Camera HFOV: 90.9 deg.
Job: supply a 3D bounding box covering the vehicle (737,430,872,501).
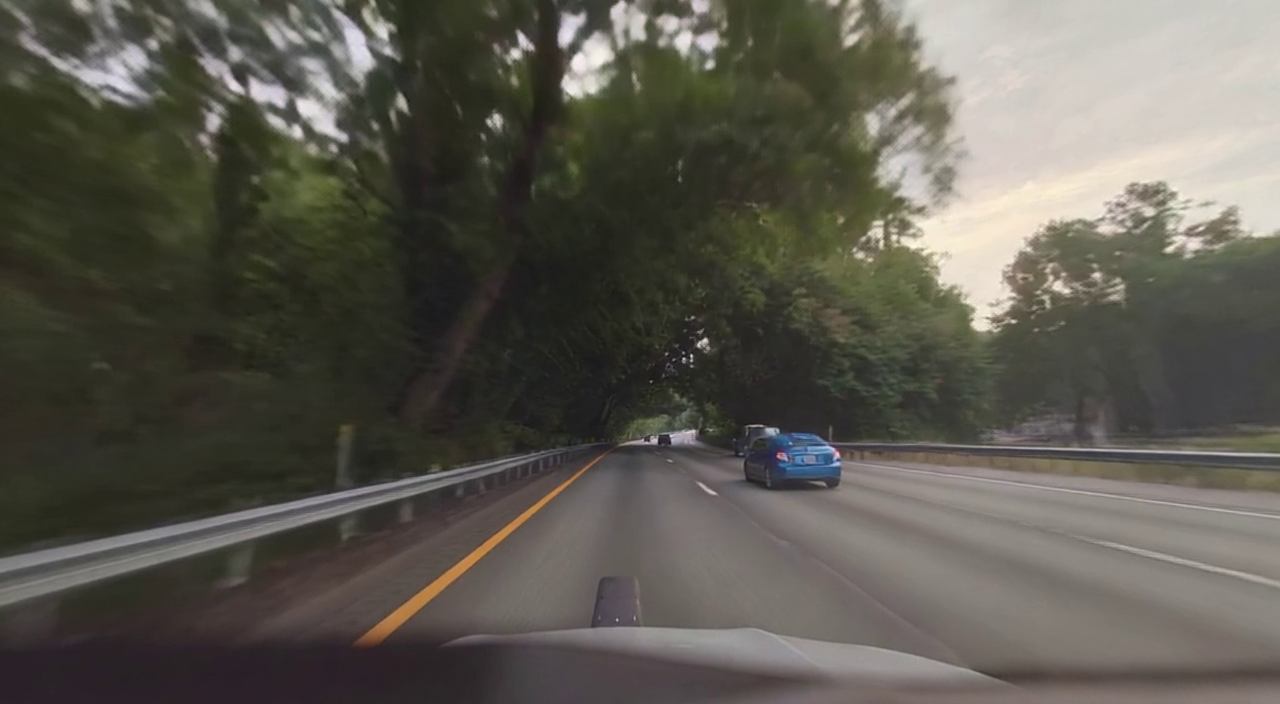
[{"bbox_3d":[3.842,2.712,15.647,2.017,1.502,4.369,0,-8,-2],"label":"vehicle"}]
